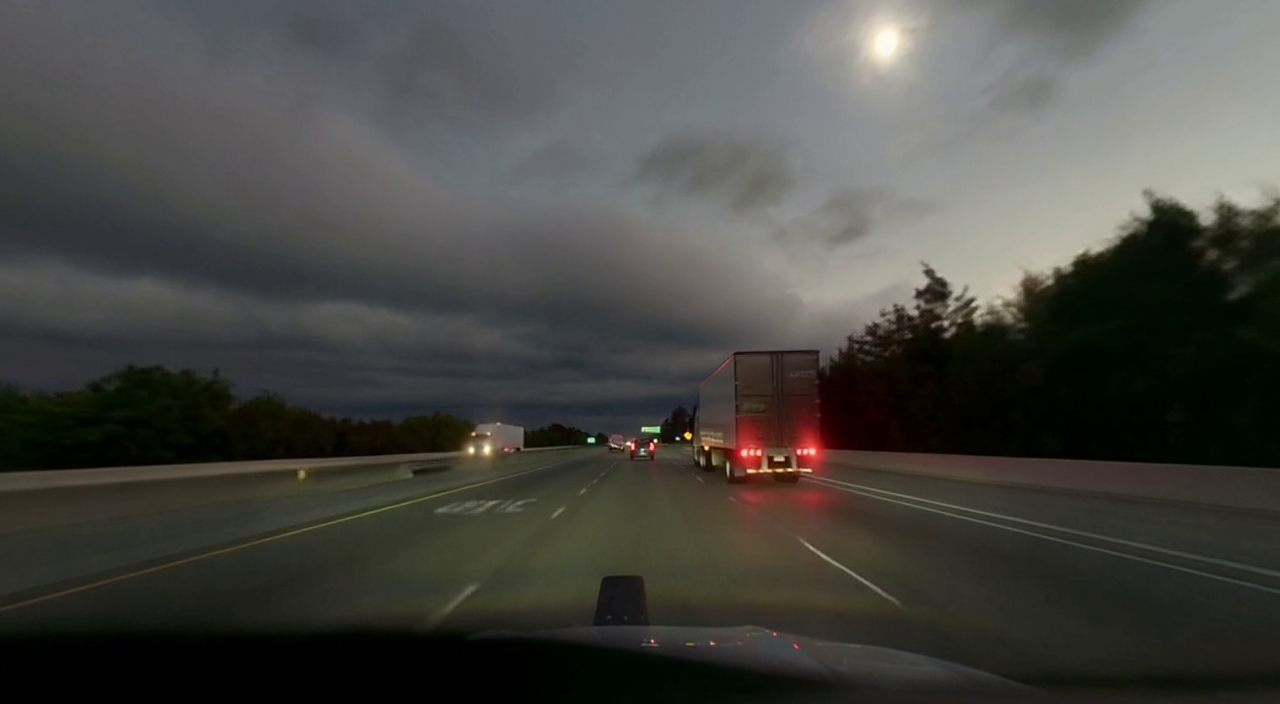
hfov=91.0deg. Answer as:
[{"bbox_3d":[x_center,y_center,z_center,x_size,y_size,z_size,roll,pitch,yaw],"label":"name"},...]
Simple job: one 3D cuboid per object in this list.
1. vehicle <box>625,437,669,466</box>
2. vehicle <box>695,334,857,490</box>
[{"bbox_3d":[0.465,5.785,36.850,2.139,1.607,4.034,-1,-8,7],"label":"vehicle"},{"bbox_3d":[4.225,2.551,23.866,3.005,4.131,14.221,0,-8,0],"label":"vehicle"}]
